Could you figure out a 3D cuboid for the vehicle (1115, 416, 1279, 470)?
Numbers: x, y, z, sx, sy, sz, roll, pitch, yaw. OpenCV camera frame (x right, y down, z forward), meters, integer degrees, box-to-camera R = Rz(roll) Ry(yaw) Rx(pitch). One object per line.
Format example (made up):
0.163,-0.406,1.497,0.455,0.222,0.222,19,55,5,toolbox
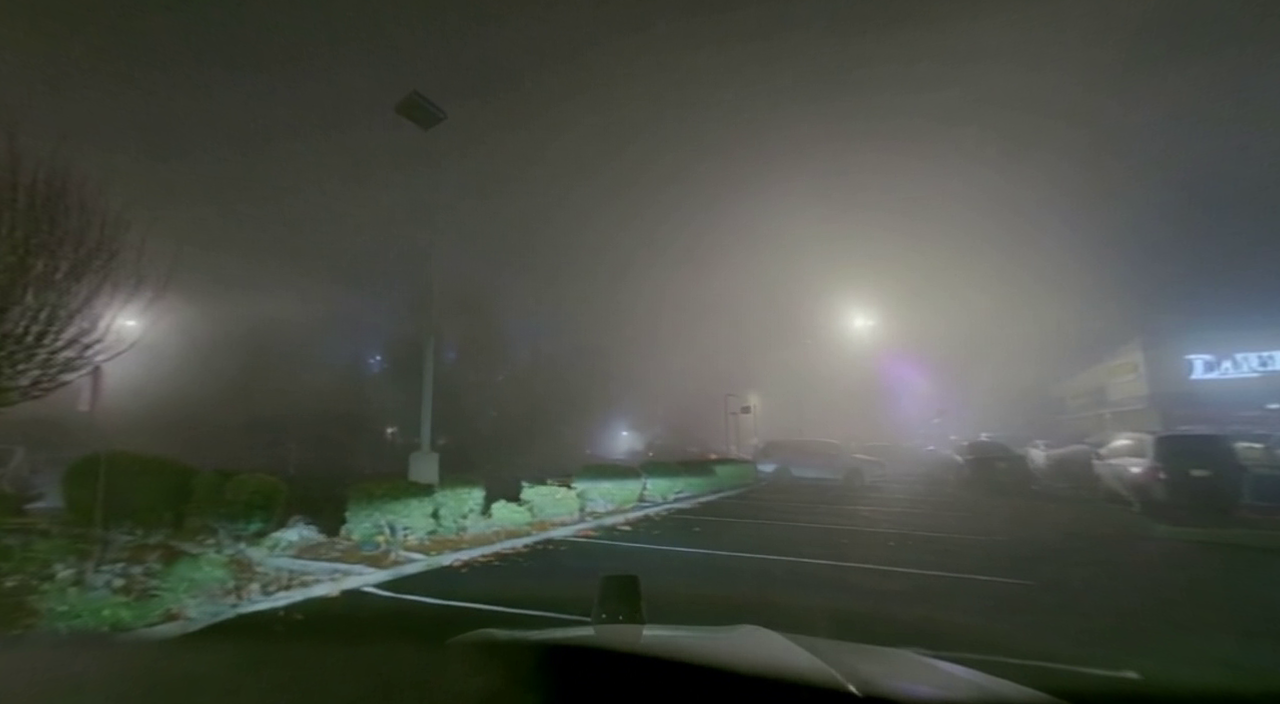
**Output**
17.984,2.911,20.217,4.030,1.556,2.057,-5,-9,27,vehicle

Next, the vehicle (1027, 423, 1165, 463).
20.199,4.077,28.274,4.666,1.634,1.816,-4,-11,25,vehicle

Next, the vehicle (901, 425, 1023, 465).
15.450,4.511,30.538,4.939,1.664,2.055,-6,-6,26,vehicle

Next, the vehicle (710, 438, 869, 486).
4.939,3.620,21.080,4.772,1.441,1.976,-5,-9,27,vehicle
